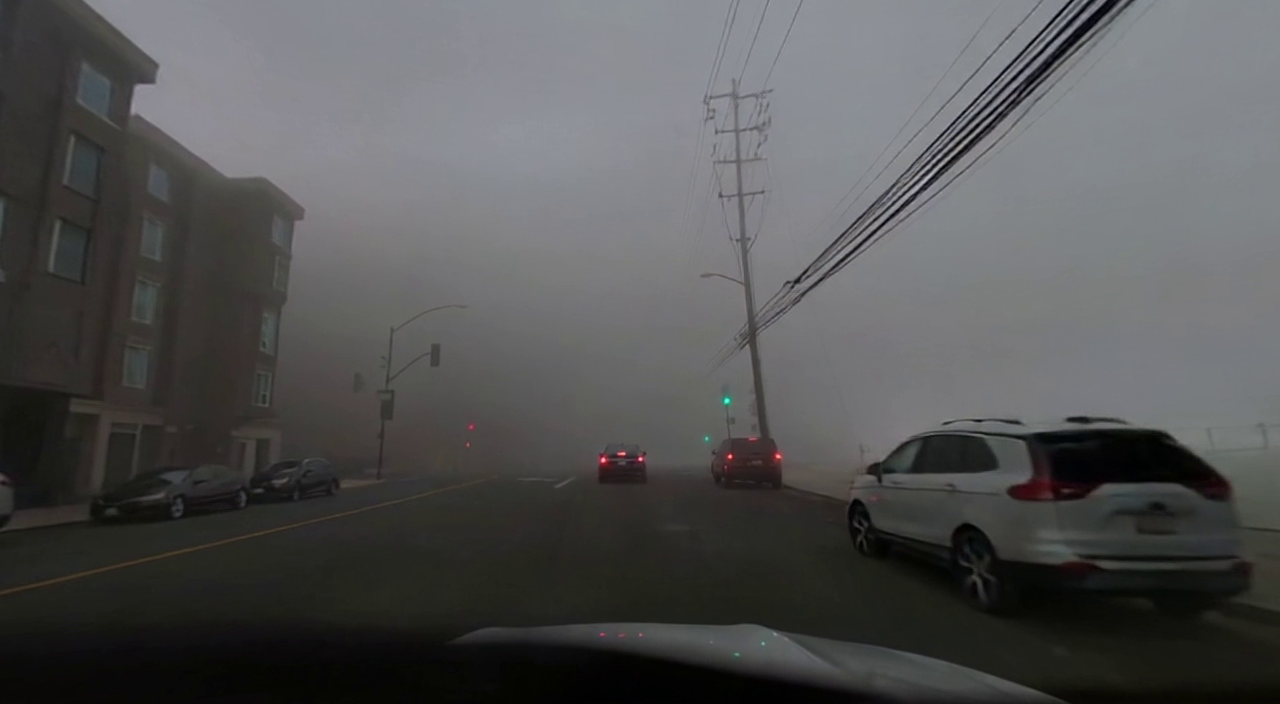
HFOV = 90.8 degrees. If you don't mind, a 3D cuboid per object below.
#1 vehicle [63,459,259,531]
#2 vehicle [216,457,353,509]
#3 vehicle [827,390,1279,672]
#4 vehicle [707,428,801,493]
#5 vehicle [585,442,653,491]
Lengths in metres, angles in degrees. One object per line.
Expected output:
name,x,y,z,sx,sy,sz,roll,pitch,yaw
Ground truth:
vehicle,-12.017,3.567,16.245,2.004,1.526,3.807,0,-9,0
vehicle,-12.008,4.408,21.790,1.910,1.498,4.662,0,-9,1
vehicle,3.699,1.459,6.300,2.186,1.764,4.470,0,-9,-1
vehicle,3.716,3.649,21.680,2.248,1.945,5.011,0,-9,-1
vehicle,-0.637,3.747,20.999,2.019,1.453,4.129,0,-9,0
